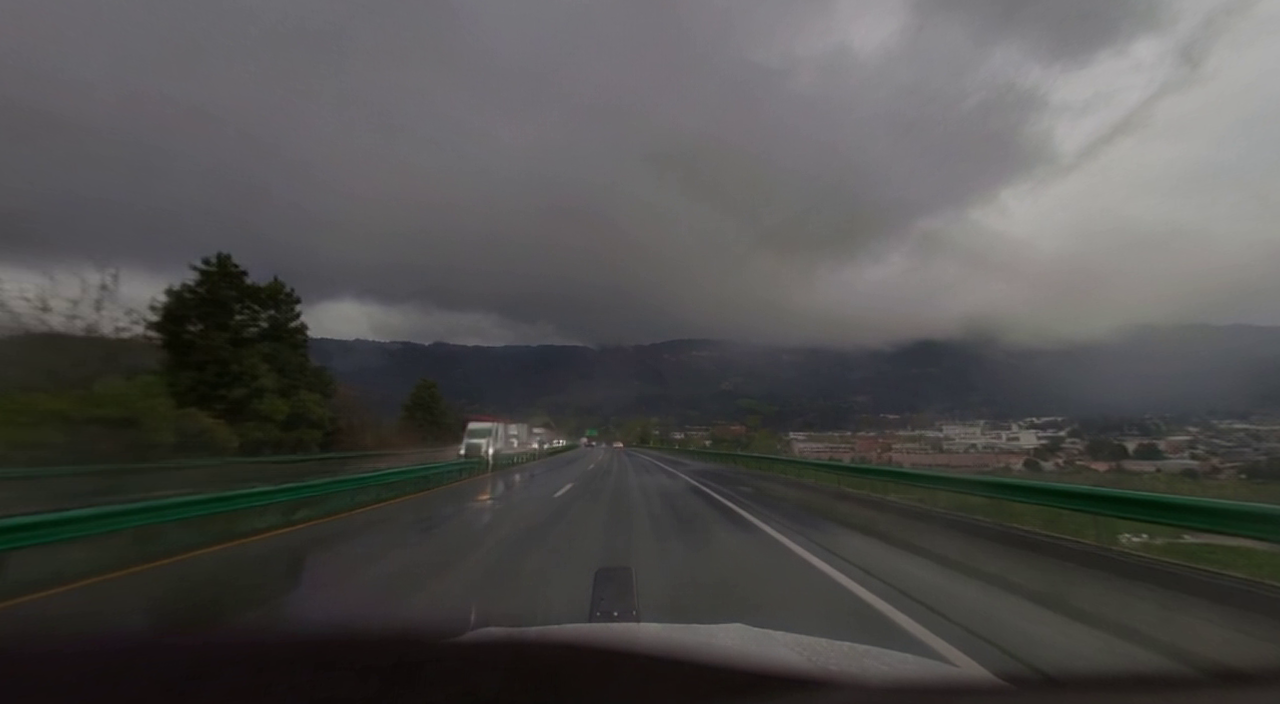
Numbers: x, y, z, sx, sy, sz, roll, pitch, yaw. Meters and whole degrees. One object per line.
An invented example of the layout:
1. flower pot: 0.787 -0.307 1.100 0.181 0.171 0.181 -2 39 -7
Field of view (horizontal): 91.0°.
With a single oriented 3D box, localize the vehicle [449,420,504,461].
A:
1. vehicle: -12.060 6.585 46.984 2.498 2.794 6.249 -1 -8 0
